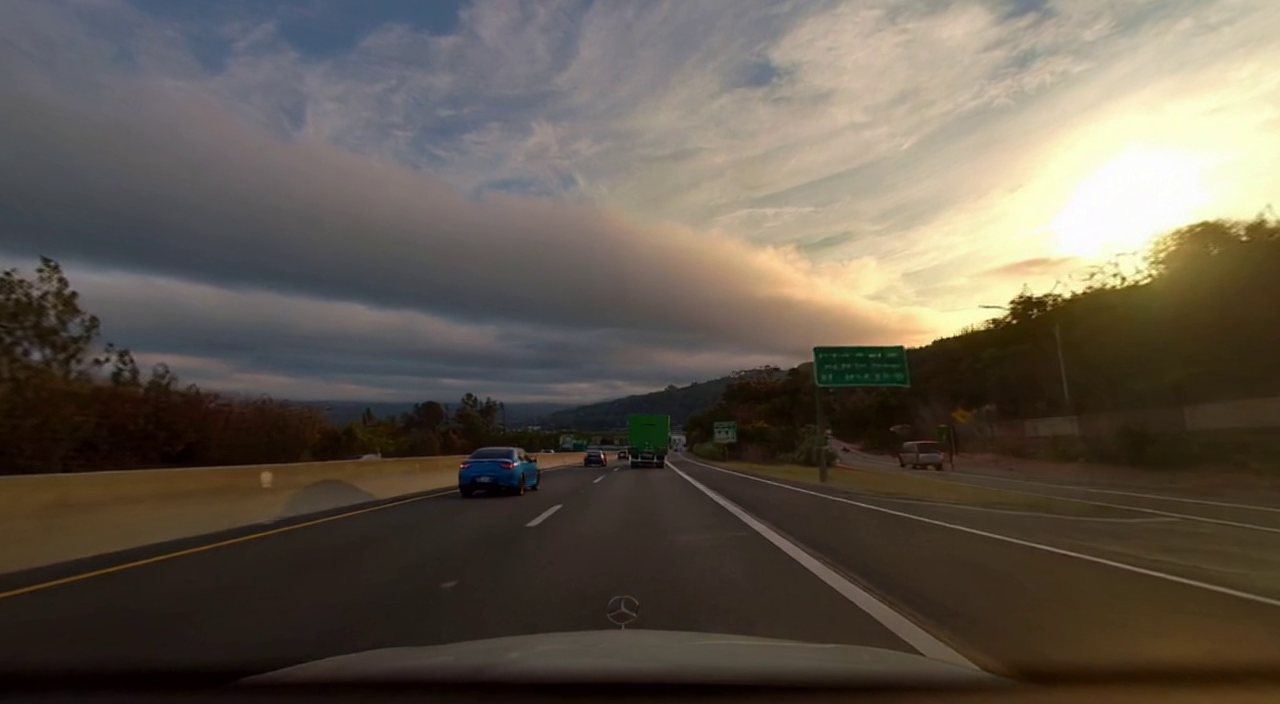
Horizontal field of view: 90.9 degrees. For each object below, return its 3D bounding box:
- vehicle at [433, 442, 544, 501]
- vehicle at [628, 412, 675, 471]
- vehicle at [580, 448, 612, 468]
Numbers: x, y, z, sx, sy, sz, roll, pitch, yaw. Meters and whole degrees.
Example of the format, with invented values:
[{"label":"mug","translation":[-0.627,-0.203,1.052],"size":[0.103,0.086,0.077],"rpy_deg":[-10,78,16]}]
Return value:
[{"label":"vehicle","translation":[-4.186,3.375,18.216],"size":[2.010,1.461,4.391],"rpy_deg":[0,-9,1]},{"label":"vehicle","translation":[0.761,6.262,43.769],"size":[2.893,3.628,9.081],"rpy_deg":[0,-9,1]},{"label":"vehicle","translation":[-3.228,7.877,46.923],"size":[1.981,1.435,4.199],"rpy_deg":[0,-9,2]}]
